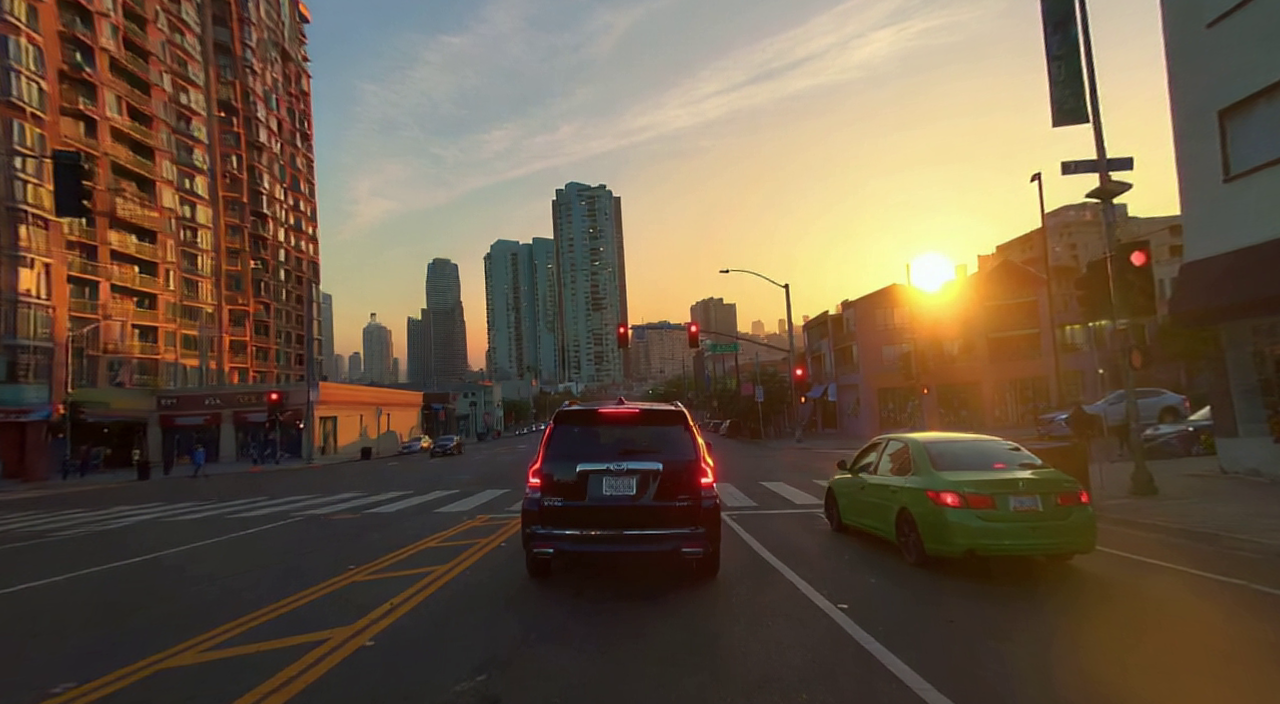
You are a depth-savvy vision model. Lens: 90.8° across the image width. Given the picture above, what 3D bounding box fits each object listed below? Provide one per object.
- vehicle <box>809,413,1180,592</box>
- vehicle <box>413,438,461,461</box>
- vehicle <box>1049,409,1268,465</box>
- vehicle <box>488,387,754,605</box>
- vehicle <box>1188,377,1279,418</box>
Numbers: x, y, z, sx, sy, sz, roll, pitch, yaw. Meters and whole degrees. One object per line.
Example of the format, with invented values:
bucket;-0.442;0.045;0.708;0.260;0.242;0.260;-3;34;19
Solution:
vehicle;3.699;1.648;7.816;1.987;1.538;4.510;0;-8;1
vehicle;-15.943;7.685;49.851;2.132;1.710;4.504;0;-8;2
vehicle;14.273;2.378;17.612;4.354;1.466;1.863;-1;-8;2
vehicle;-0.145;1.483;7.321;2.168;1.776;4.135;0;-8;0
vehicle;26.569;1.977;27.168;4.287;1.639;1.729;0;-8;1
